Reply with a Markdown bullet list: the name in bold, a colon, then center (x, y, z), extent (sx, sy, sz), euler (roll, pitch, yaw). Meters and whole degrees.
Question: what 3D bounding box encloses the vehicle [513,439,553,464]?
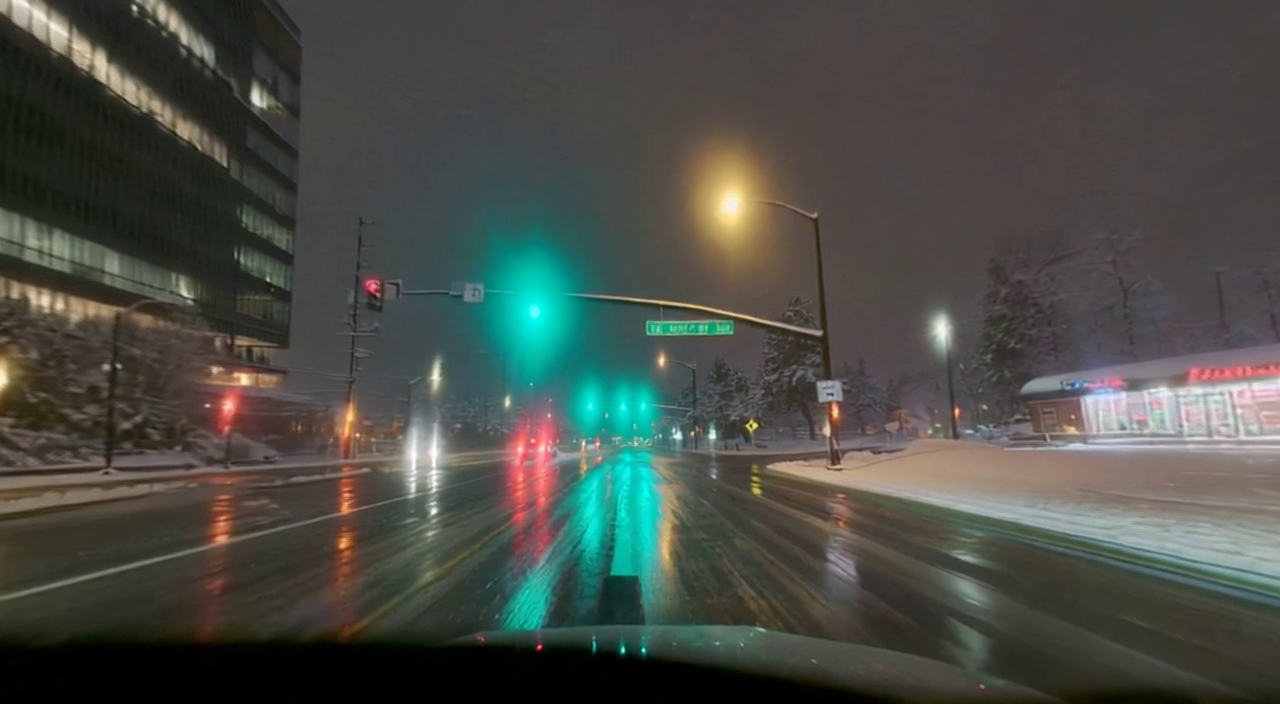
- **vehicle**: center (-7.202, 6.778, 43.066), extent (1.909, 1.605, 4.561), euler (0, -9, 0)
